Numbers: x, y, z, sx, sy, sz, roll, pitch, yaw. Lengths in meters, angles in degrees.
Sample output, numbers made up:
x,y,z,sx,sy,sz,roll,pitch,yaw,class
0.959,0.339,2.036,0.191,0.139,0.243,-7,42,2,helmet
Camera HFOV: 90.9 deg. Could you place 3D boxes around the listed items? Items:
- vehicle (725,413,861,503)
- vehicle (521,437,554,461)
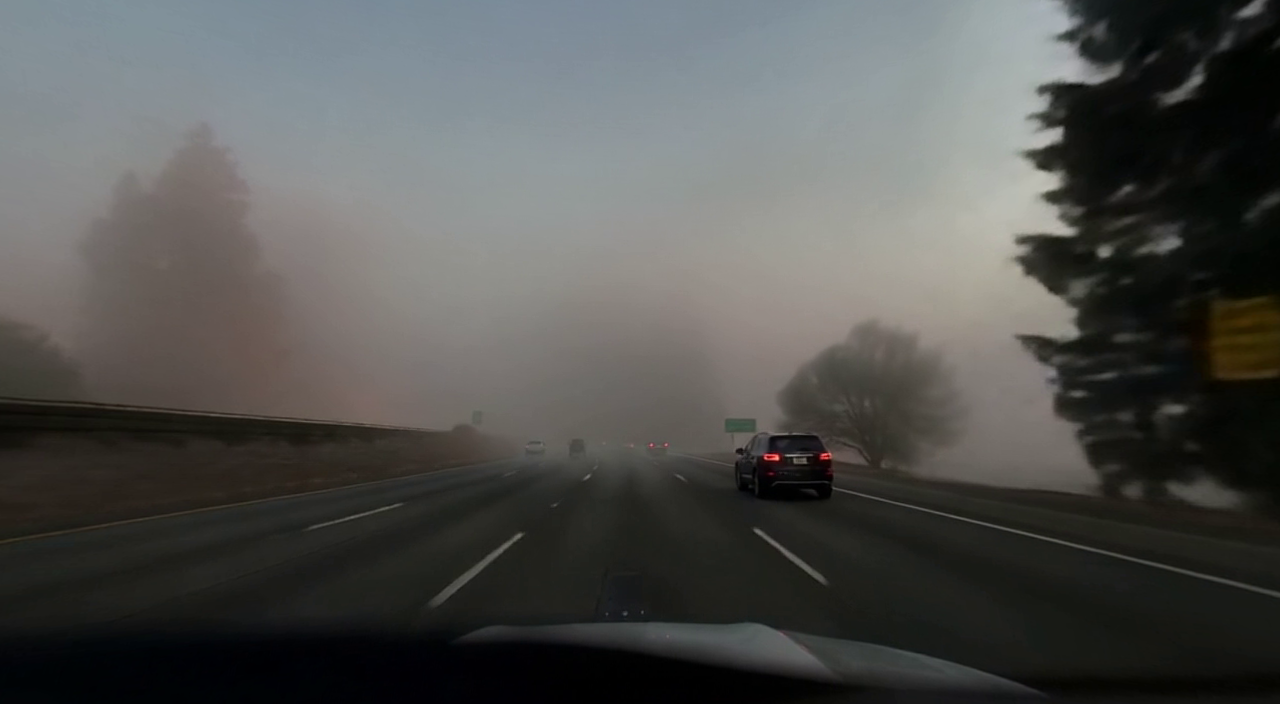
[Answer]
x,y,z,sx,sy,sz,roll,pitch,yaw,class
3.405,2.462,14.987,2.043,1.795,4.347,0,-8,-1,vehicle
-7.412,7.098,46.071,2.064,1.645,4.286,1,-8,-5,vehicle
